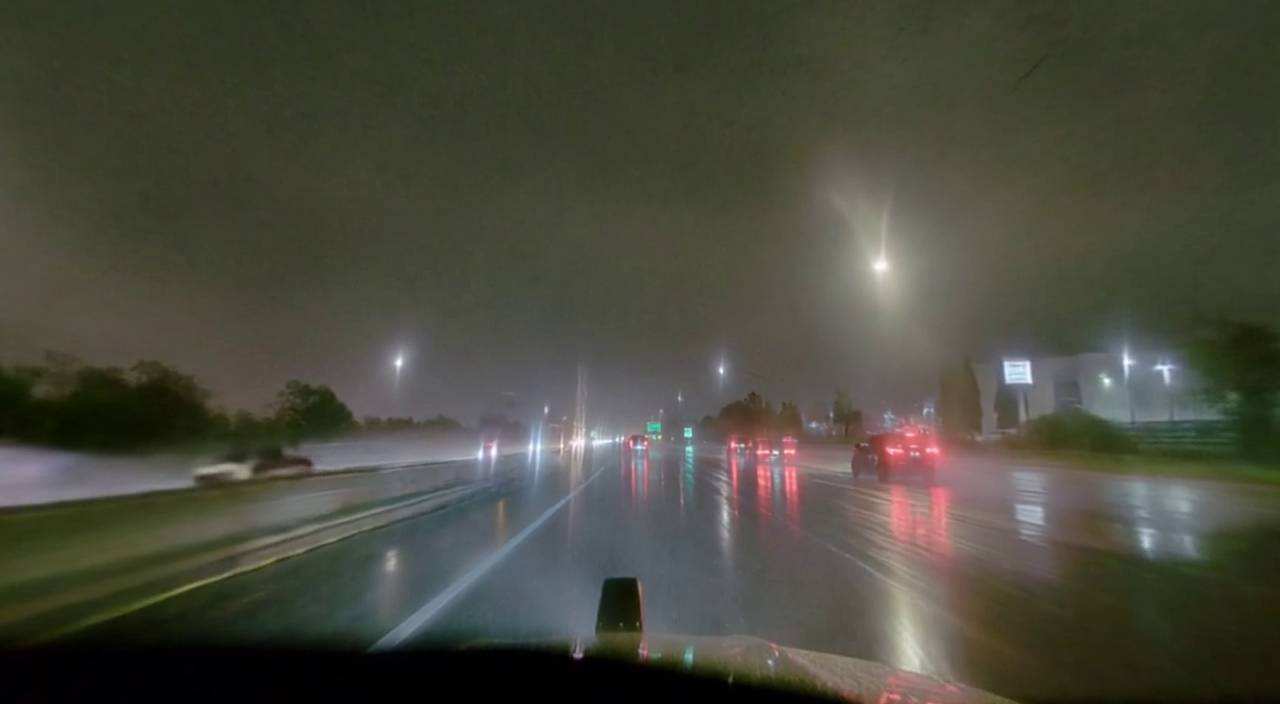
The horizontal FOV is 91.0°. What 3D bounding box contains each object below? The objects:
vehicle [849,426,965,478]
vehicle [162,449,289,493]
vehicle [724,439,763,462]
[{"bbox_3d":[11.038,4.204,26.654,2.387,1.936,5.646,0,-9,0],"label":"vehicle"},{"bbox_3d":[-15.879,4.552,24.443,1.907,1.498,4.414,0,-9,0],"label":"vehicle"},{"bbox_3d":[7.428,7.114,45.644,2.053,1.553,4.463,0,-9,-1],"label":"vehicle"}]
